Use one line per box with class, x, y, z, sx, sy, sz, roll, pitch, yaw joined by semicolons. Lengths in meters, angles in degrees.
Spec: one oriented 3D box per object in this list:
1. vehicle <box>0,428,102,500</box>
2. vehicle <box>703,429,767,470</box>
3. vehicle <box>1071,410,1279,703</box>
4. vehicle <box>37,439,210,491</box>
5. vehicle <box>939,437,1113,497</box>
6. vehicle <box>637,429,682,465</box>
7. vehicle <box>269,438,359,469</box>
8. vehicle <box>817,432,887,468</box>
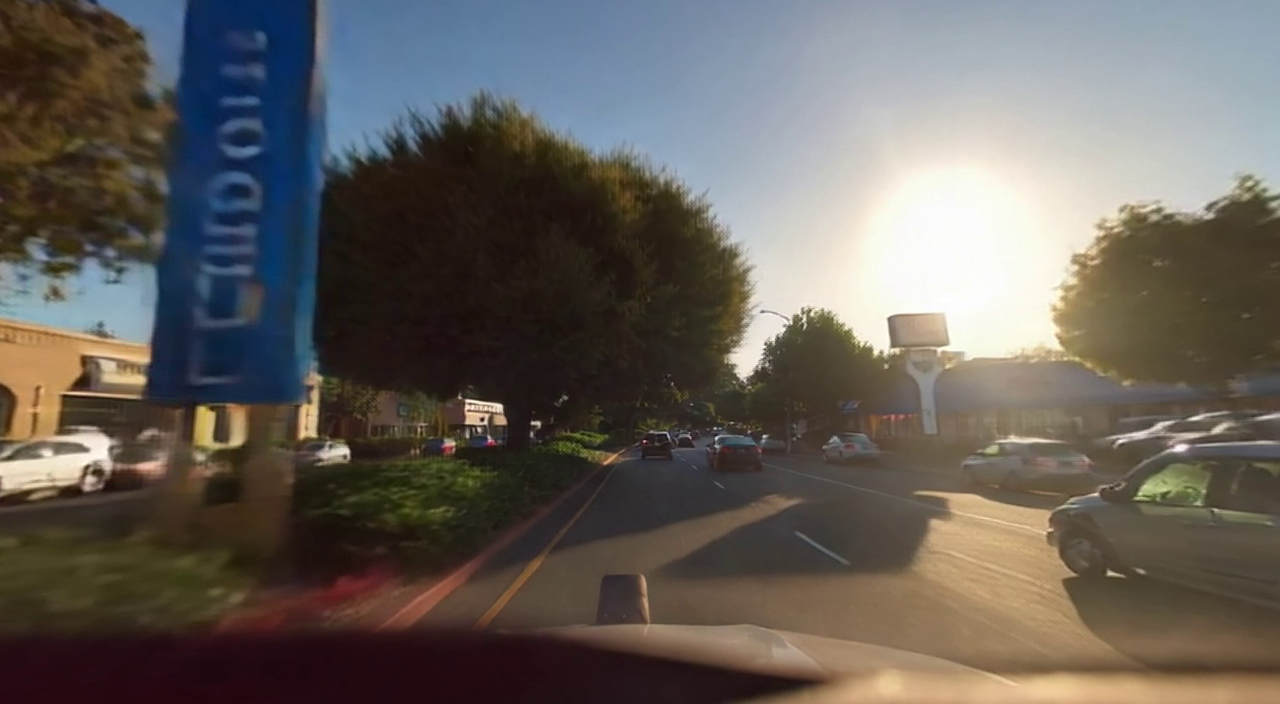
vehicle;-18.589;3.153;17.725;1.948;1.965;5.421;0;-8;-1
vehicle;4.110;4.311;27.887;2.115;1.692;4.189;0;-8;-1
vehicle;4.041;0.893;2.175;1.908;1.463;4.506;0;-8;0
vehicle;-18.546;4.050;22.974;2.141;1.655;4.978;0;-8;-1
vehicle;10.979;3.281;18.372;2.110;1.535;4.506;0;-8;-2
vehicle;0.945;4.796;31.718;2.098;1.682;3.778;0;-8;1
vehicle;-18.265;5.681;35.520;2.034;1.532;5.548;0;-7;1
vehicle;10.854;5.068;32.525;2.123;1.726;4.520;0;-8;1
